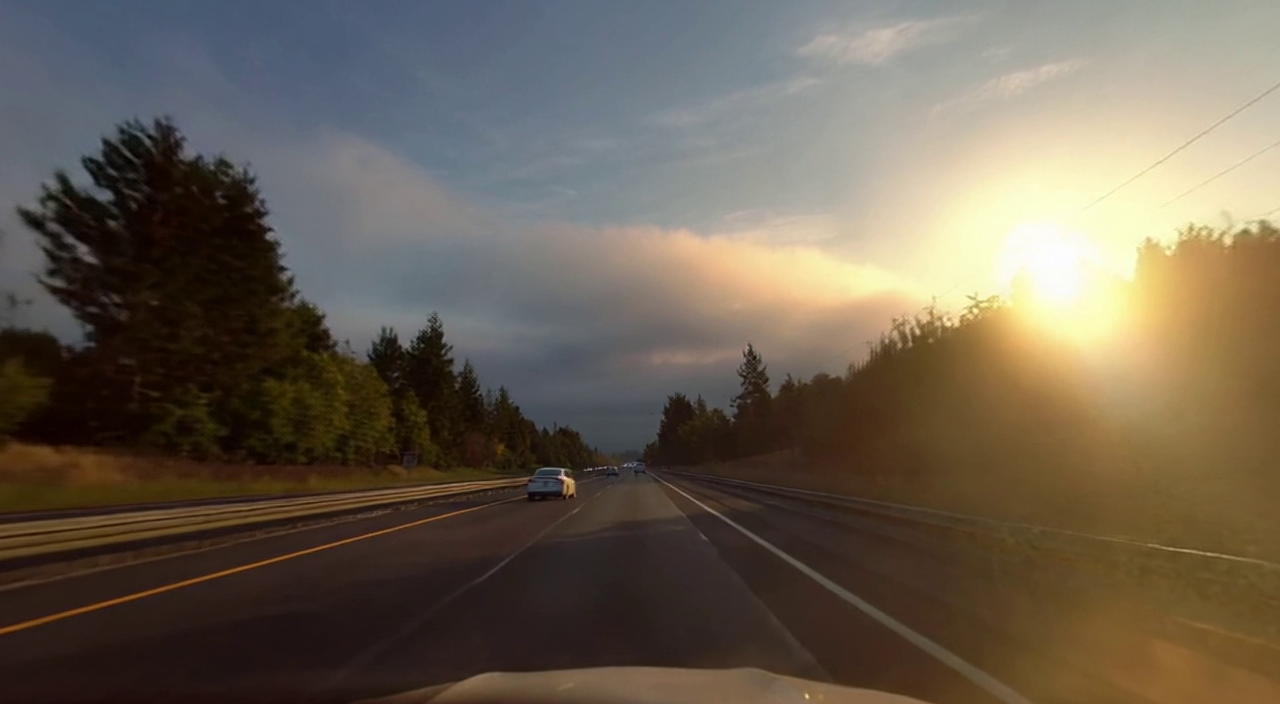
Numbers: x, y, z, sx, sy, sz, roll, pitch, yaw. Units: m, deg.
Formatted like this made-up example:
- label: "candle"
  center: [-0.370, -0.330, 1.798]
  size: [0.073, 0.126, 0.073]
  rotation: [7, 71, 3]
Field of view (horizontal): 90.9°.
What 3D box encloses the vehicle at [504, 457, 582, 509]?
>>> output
- label: "vehicle"
  center: [-3.184, 4.432, 21.517]
  size: [1.900, 1.550, 4.146]
  rotation: [1, -10, 1]
